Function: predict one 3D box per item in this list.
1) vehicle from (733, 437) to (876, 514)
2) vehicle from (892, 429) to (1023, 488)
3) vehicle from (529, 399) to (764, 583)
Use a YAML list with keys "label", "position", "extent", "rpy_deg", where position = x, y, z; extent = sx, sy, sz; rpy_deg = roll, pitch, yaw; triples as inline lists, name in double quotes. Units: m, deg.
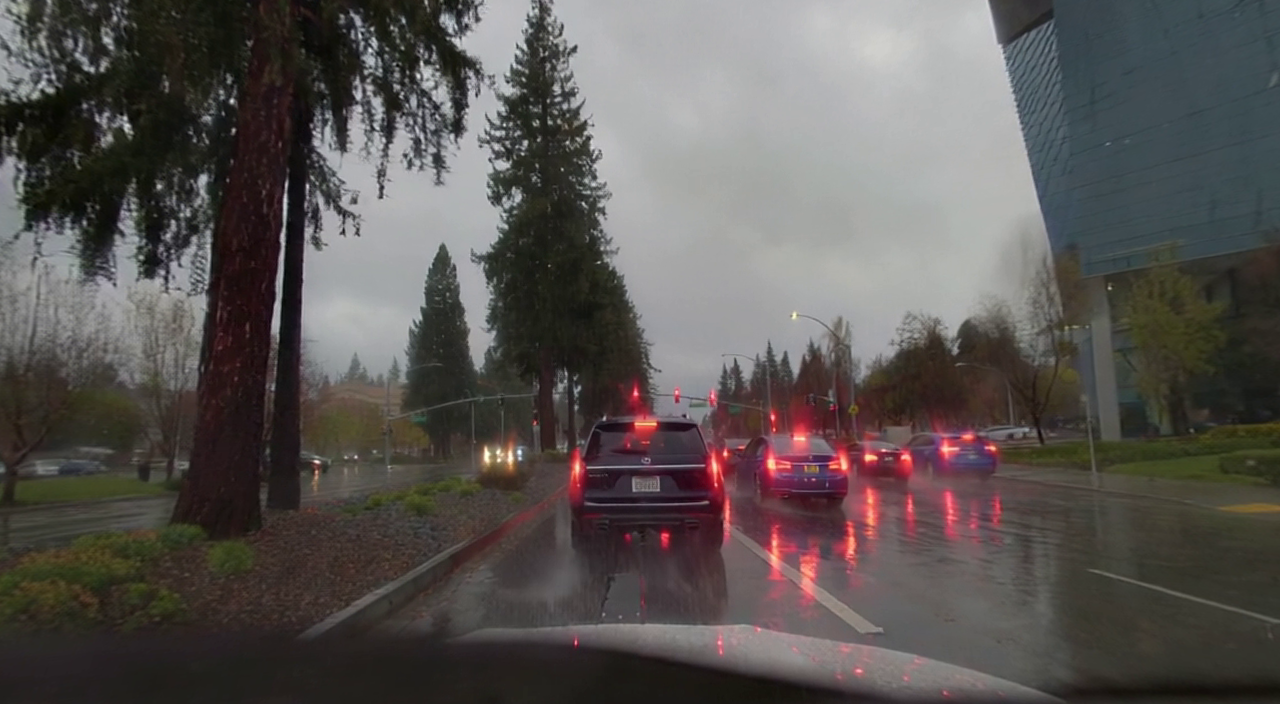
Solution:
- label: "vehicle"
  position: [3.497, 2.718, 14.408]
  extent: [1.997, 1.471, 4.321]
  rpy_deg: [0, -9, -1]
- label: "vehicle"
  position: [10.865, 3.696, 22.132]
  extent: [2.123, 1.812, 4.553]
  rpy_deg: [0, -9, -1]
- label: "vehicle"
  position: [0.061, 1.659, 8.261]
  extent: [2.266, 1.762, 4.131]
  rpy_deg: [0, -9, 0]
